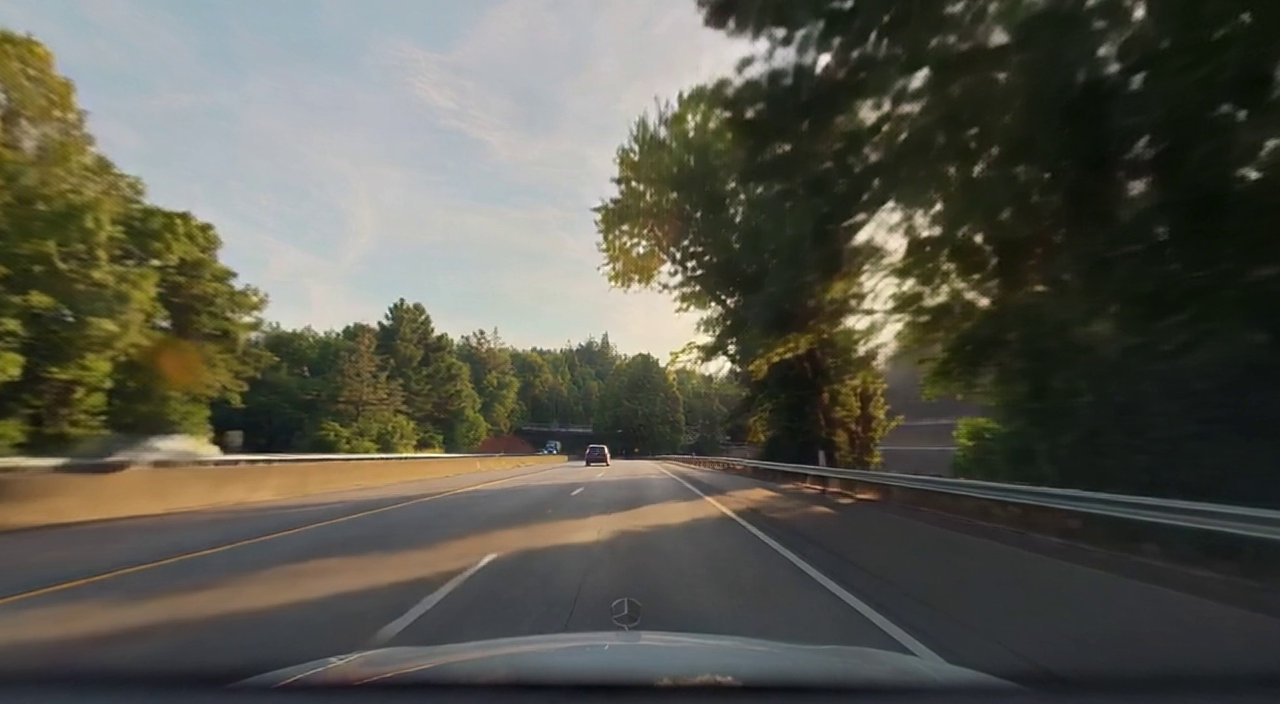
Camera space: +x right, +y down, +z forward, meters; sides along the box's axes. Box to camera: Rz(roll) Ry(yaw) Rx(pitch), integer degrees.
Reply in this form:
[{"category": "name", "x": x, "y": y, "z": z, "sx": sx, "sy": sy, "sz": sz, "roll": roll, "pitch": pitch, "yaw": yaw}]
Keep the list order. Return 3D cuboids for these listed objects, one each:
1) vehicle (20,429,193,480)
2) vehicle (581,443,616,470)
[{"category": "vehicle", "x": -16.578, "y": 3.236, "z": 19.902, "sx": 1.930, "sy": 1.422, "sz": 3.999, "roll": 0, "pitch": -9, "yaw": 0}, {"category": "vehicle", "x": -2.865, "y": 7.373, "z": 44.458, "sx": 2.135, "sy": 1.755, "sz": 4.476, "roll": 0, "pitch": -9, "yaw": 0}]
